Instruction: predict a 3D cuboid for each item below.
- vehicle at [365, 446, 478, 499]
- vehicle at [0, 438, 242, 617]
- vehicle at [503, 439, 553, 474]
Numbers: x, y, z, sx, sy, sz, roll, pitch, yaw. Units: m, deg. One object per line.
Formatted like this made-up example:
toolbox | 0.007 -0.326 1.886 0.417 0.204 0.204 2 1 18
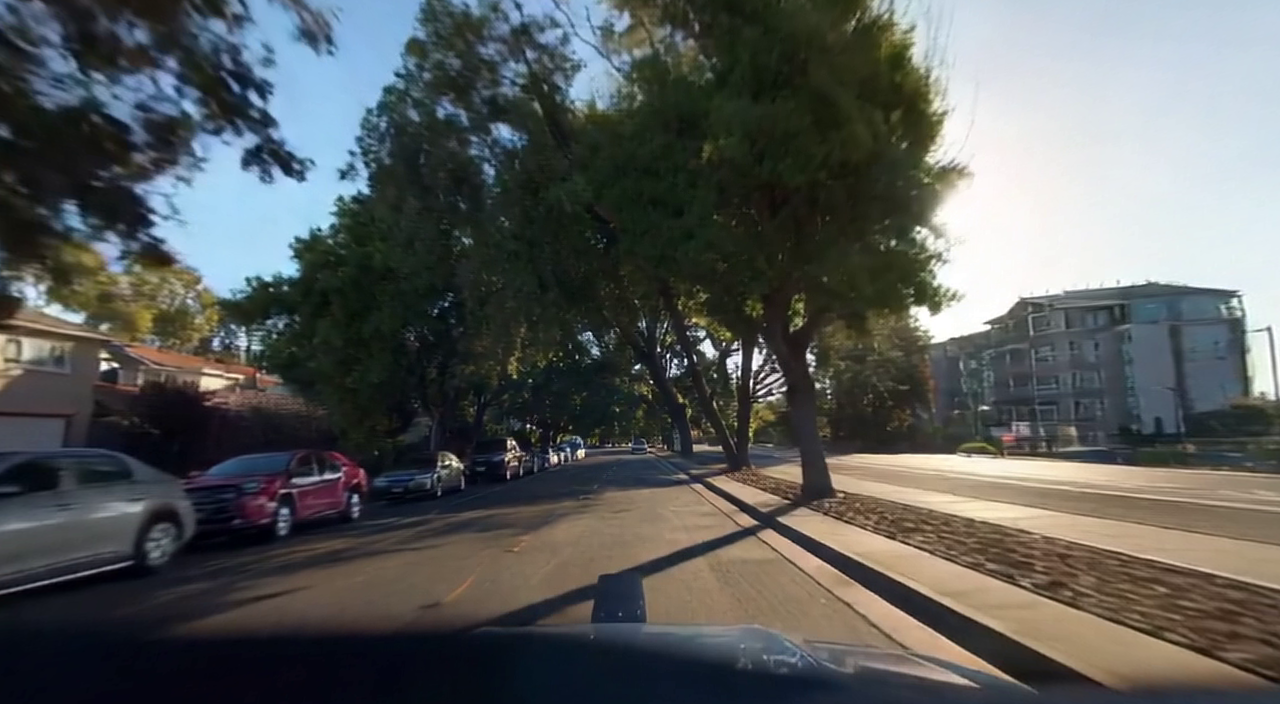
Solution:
vehicle | -6.774 3.770 20.100 2.056 1.477 4.318 0 -9 0
vehicle | -6.469 1.563 5.884 2.074 1.502 5.098 0 -8 1
vehicle | -6.580 6.220 37.574 2.249 1.884 4.784 2 -9 -2
